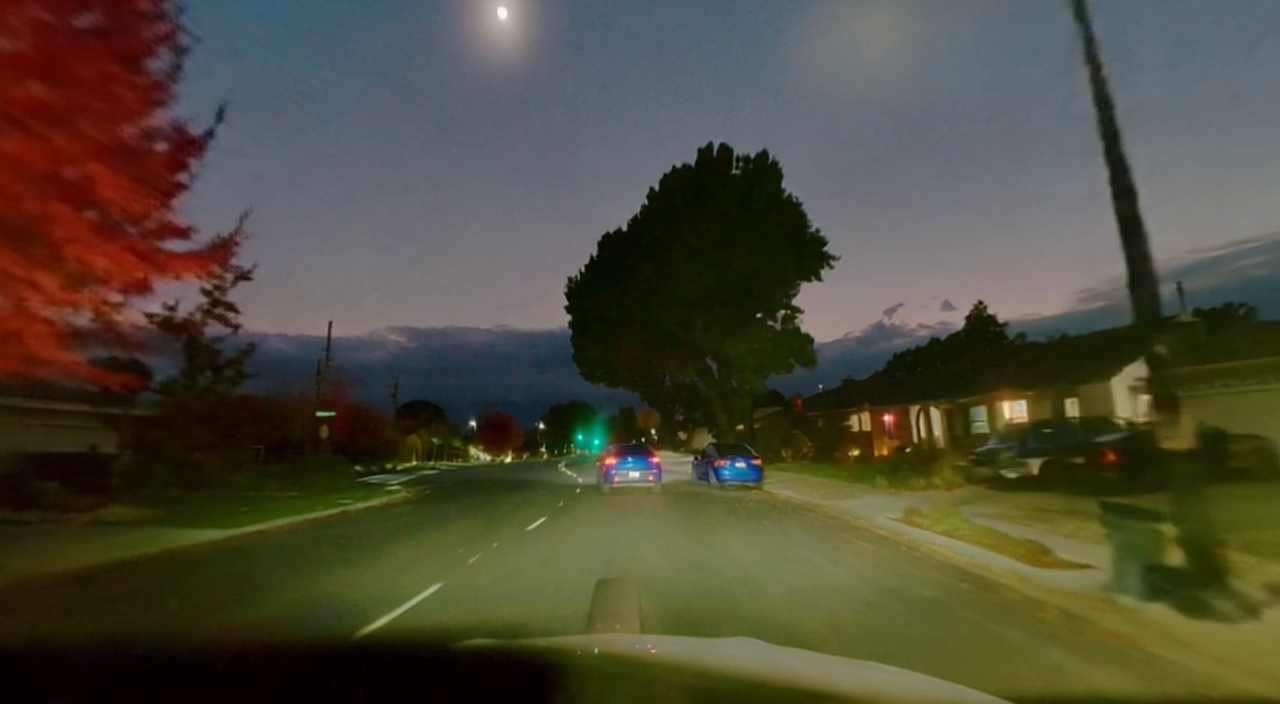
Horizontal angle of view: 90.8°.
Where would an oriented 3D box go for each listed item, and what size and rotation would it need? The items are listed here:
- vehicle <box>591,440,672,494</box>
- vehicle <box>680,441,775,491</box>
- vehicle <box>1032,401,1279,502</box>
[{"bbox_3d":[-0.396,3.490,19.626,2.192,1.474,4.192,1,-9,-5],"label":"vehicle"},{"bbox_3d":[2.747,3.746,21.107,2.089,1.462,4.529,1,-9,-6],"label":"vehicle"},{"bbox_3d":[10.530,1.856,12.269,4.524,1.587,2.064,-2,-8,-8],"label":"vehicle"}]
